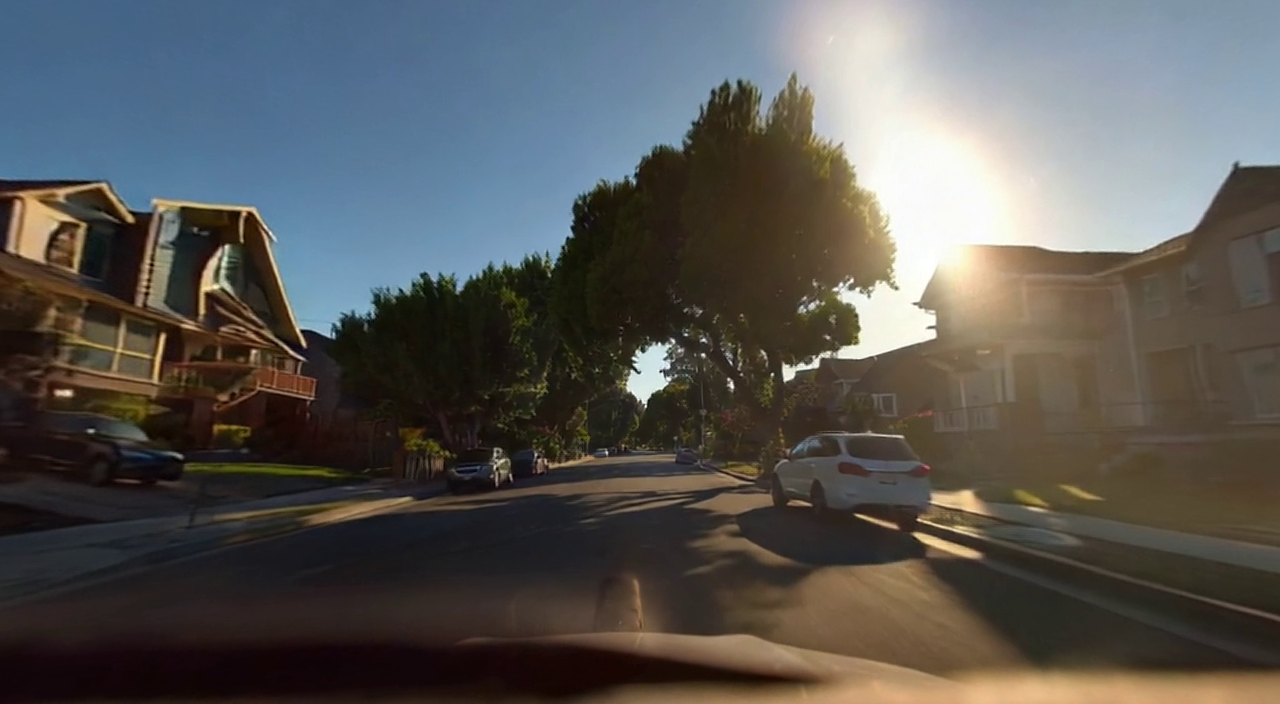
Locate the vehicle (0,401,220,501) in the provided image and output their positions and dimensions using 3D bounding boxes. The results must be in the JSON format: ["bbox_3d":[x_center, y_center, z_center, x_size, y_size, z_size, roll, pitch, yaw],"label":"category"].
[{"bbox_3d":[-13.143,2.255,14.824,4.837,1.897,2.228,4,-8,5],"label":"vehicle"}]

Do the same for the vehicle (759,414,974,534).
[{"bbox_3d":[4.123,2.365,12.912,2.311,1.859,5.880,-1,-9,1],"label":"vehicle"}]

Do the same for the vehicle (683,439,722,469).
[{"bbox_3d":[4.083,6.743,41.768,2.136,1.794,4.598,-1,-9,0],"label":"vehicle"}]

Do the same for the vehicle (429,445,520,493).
[{"bbox_3d":[-5.870,4.205,23.058,2.027,1.544,4.959,-1,-9,0],"label":"vehicle"}]
